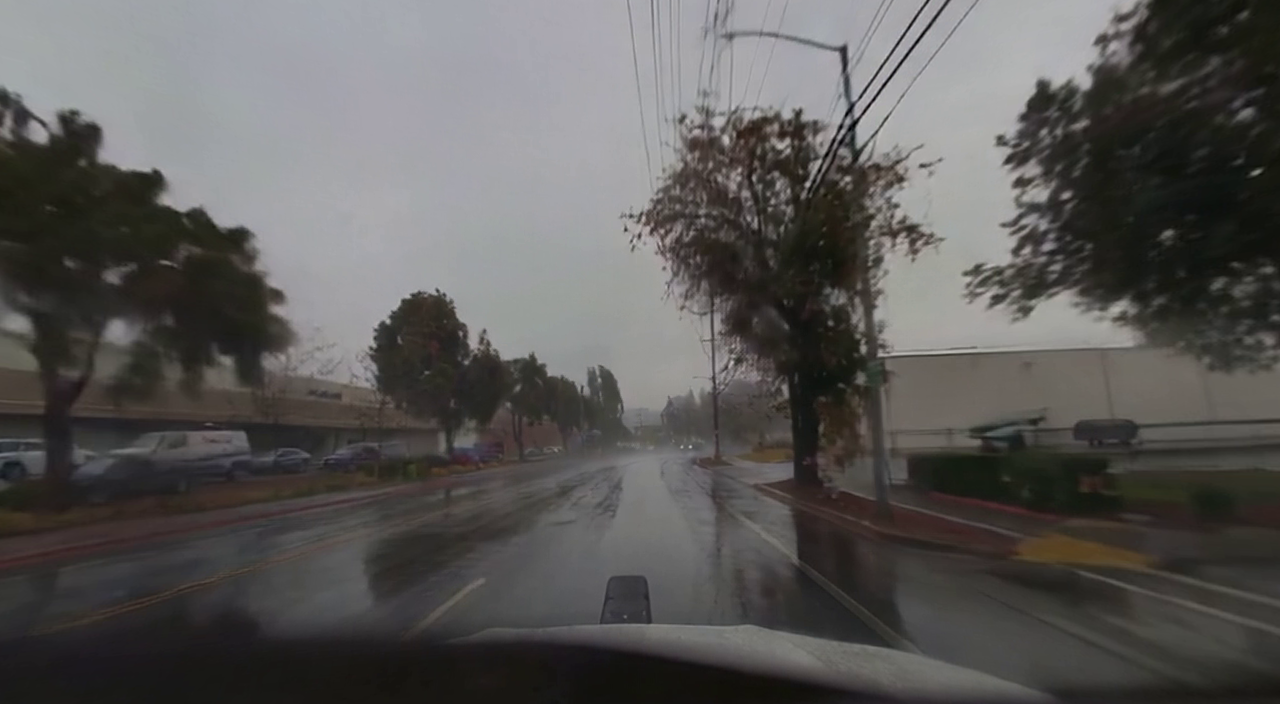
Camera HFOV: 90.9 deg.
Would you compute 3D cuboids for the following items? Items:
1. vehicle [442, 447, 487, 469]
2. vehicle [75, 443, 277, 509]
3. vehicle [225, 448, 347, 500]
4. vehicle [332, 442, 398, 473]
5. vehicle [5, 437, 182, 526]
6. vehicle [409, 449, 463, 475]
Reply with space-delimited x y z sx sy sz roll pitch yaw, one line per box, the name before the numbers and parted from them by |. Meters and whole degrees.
vehicle | -13.584 8.205 49.009 2.070 1.577 4.652 0 -9 2
vehicle | -14.255 3.799 19.979 1.949 1.735 5.568 -1 -8 3
vehicle | -14.263 4.908 25.881 2.053 1.772 5.189 -3 -9 0
vehicle | -19.176 7.369 44.285 2.099 2.038 5.624 0 -9 0
vehicle | -16.820 3.919 19.699 1.972 1.891 3.936 2 0 2
vehicle | -13.969 7.531 43.441 2.122 1.440 4.601 -4 -8 0
